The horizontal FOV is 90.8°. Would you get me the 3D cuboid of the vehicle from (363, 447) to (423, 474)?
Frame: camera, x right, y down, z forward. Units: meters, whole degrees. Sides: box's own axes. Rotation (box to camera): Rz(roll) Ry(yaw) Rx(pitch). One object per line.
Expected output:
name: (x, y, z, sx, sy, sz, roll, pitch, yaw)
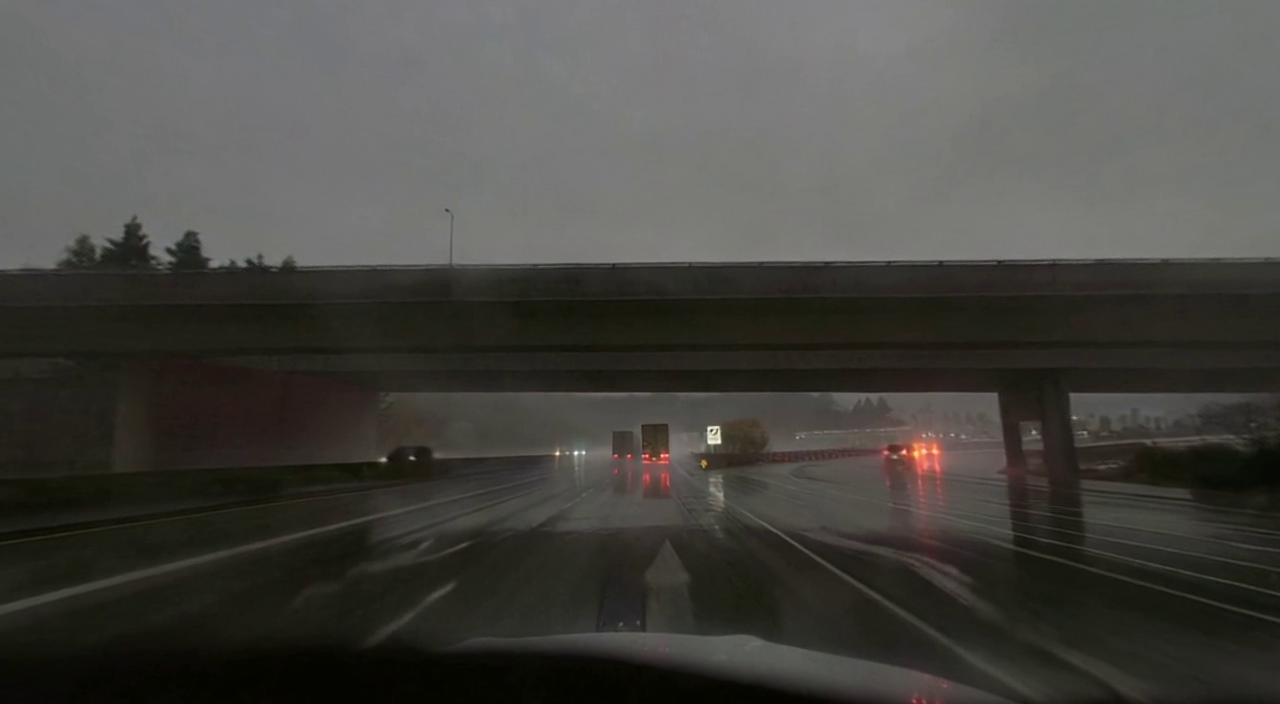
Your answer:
vehicle: (-15.749, 6.959, 40.432, 1.895, 1.607, 4.412, -1, -9, 2)
